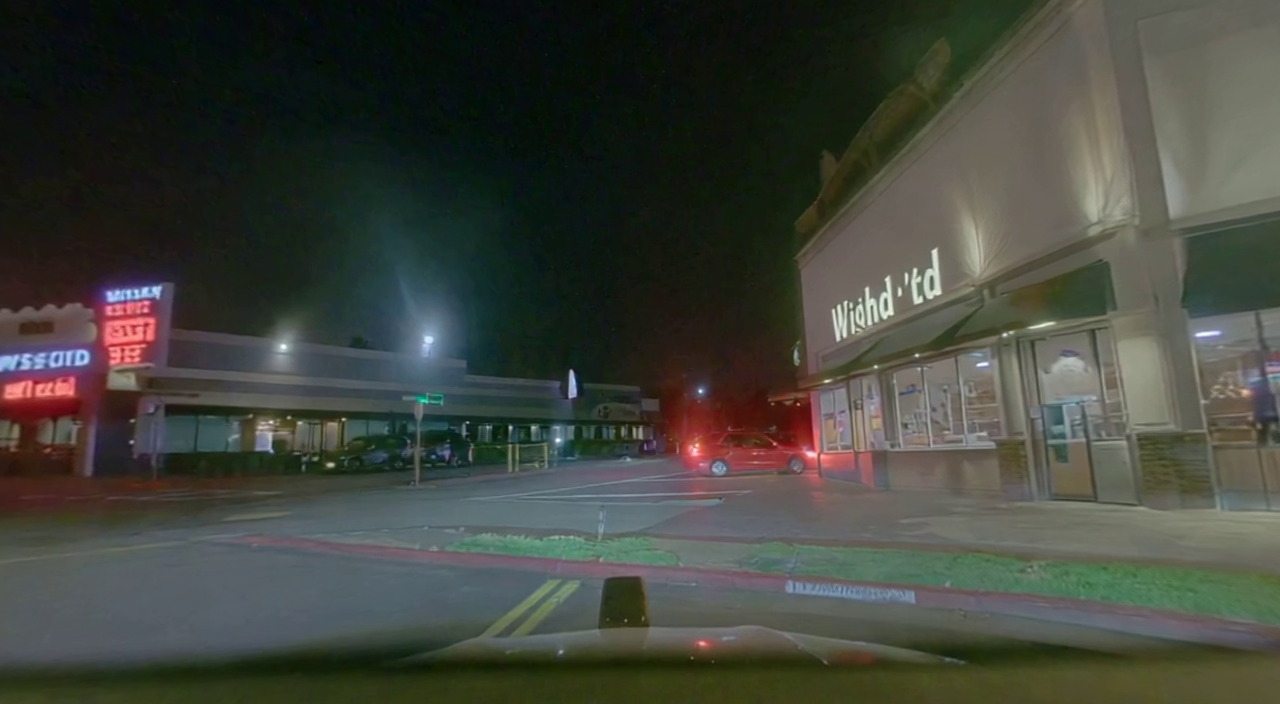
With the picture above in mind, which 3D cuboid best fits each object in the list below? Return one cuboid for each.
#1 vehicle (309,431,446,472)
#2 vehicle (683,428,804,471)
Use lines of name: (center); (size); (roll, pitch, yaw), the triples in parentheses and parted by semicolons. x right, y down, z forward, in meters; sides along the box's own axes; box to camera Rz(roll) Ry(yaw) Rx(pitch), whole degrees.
vehicle: (-10.707, 4.074, 25.895); (4.814, 1.618, 1.869); (-1, -9, 5)
vehicle: (4.338, 4.077, 26.469); (4.706, 1.663, 1.993); (-3, -9, 20)
